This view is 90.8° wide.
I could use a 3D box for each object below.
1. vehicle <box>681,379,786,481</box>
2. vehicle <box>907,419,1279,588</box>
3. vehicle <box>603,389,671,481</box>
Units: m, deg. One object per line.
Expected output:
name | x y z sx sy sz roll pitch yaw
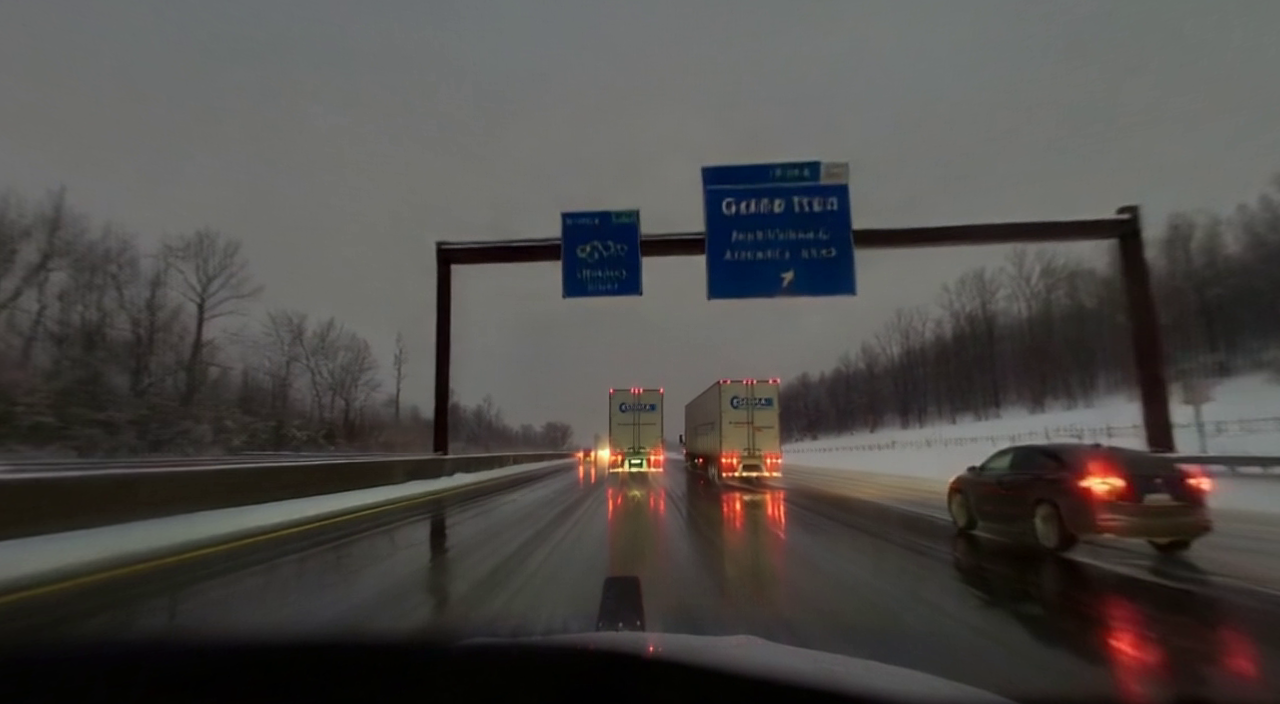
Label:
vehicle | 4.264 4.275 32.954 3.044 4.128 14.482 0 -9 -1
vehicle | 5.488 1.768 8.277 2.086 1.530 4.808 -1 -9 3
vehicle | -0.139 4.227 31.445 2.864 3.805 9.709 0 -9 0
